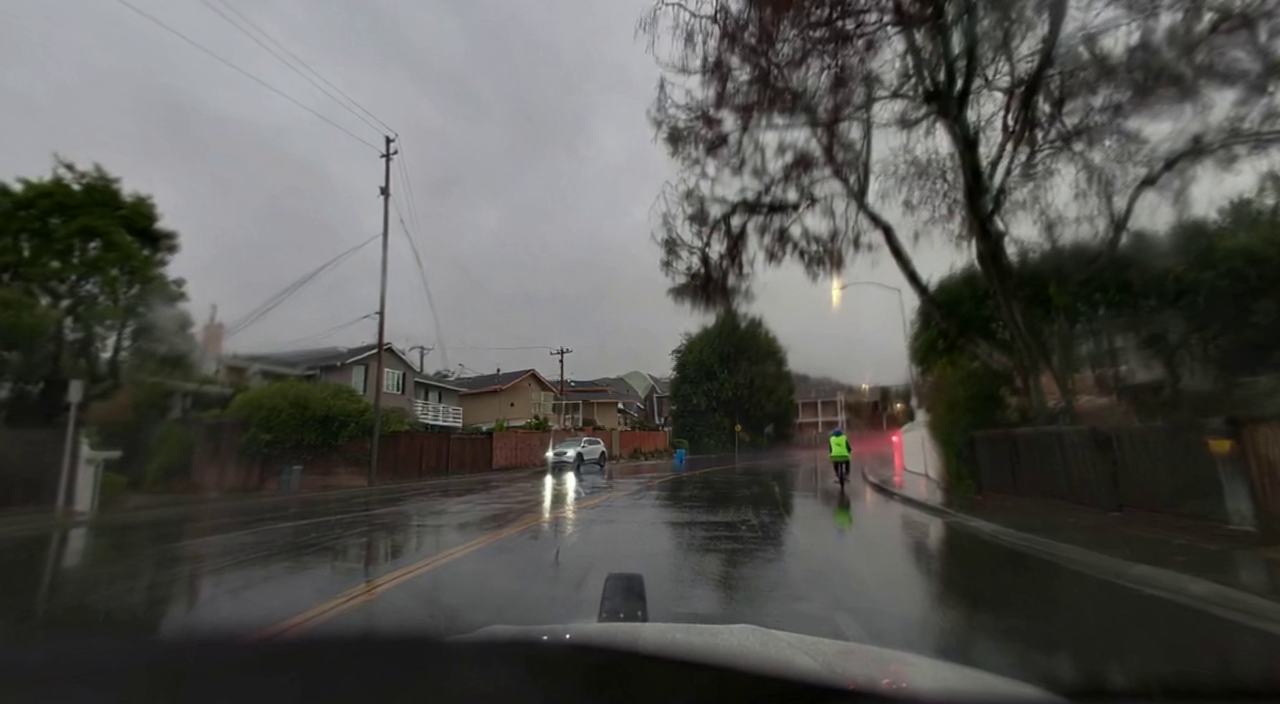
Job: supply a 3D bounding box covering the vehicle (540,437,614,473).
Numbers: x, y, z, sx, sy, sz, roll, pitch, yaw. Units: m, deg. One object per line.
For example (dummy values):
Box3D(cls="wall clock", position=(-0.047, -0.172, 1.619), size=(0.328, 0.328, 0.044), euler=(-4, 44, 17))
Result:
Box3D(cls="vehicle", position=(-3.090, 5.174, 31.901), size=(1.937, 1.670, 4.391), euler=(-3, -9, 20))
